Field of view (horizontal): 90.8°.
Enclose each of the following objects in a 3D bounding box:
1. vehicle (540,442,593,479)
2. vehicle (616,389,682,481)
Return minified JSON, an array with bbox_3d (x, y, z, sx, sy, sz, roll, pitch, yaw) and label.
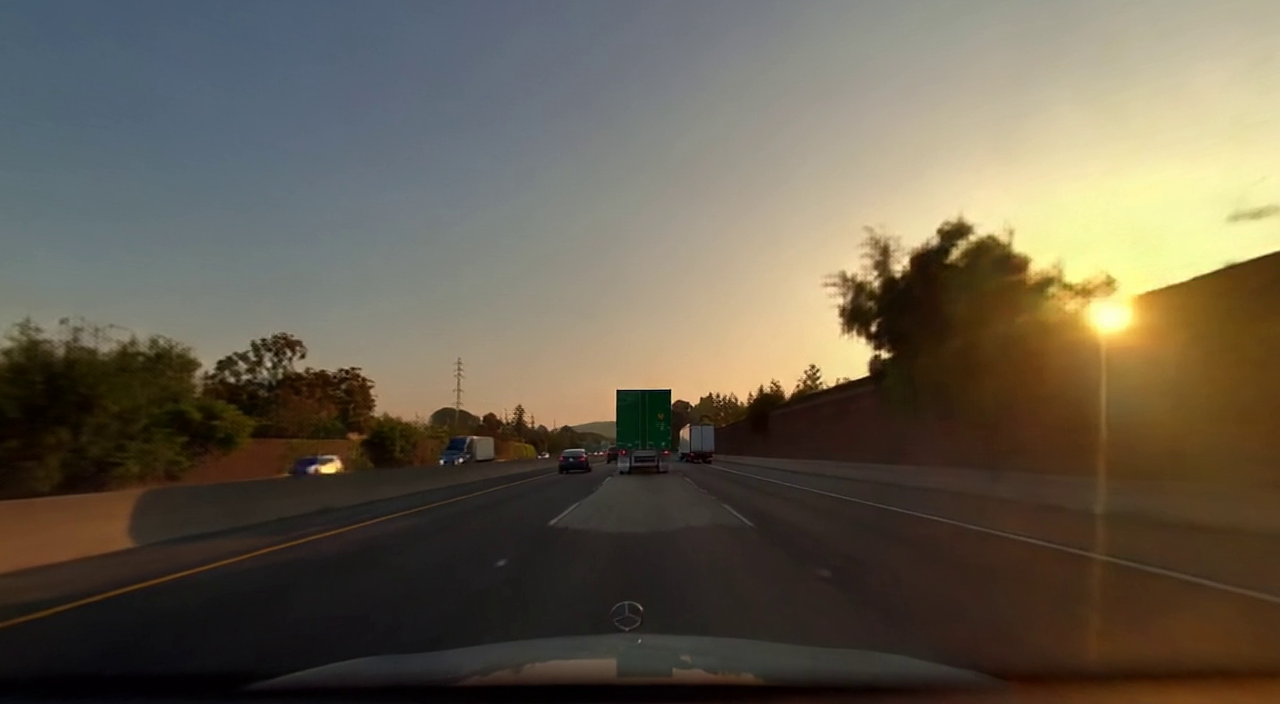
[{"bbox_3d":[-3.571,5.389,31.523,2.173,1.657,4.401,0,-9,-1],"label":"vehicle"},{"bbox_3d":[0.317,4.546,33.741,2.932,4.042,11.054,0,-9,-1],"label":"vehicle"}]
